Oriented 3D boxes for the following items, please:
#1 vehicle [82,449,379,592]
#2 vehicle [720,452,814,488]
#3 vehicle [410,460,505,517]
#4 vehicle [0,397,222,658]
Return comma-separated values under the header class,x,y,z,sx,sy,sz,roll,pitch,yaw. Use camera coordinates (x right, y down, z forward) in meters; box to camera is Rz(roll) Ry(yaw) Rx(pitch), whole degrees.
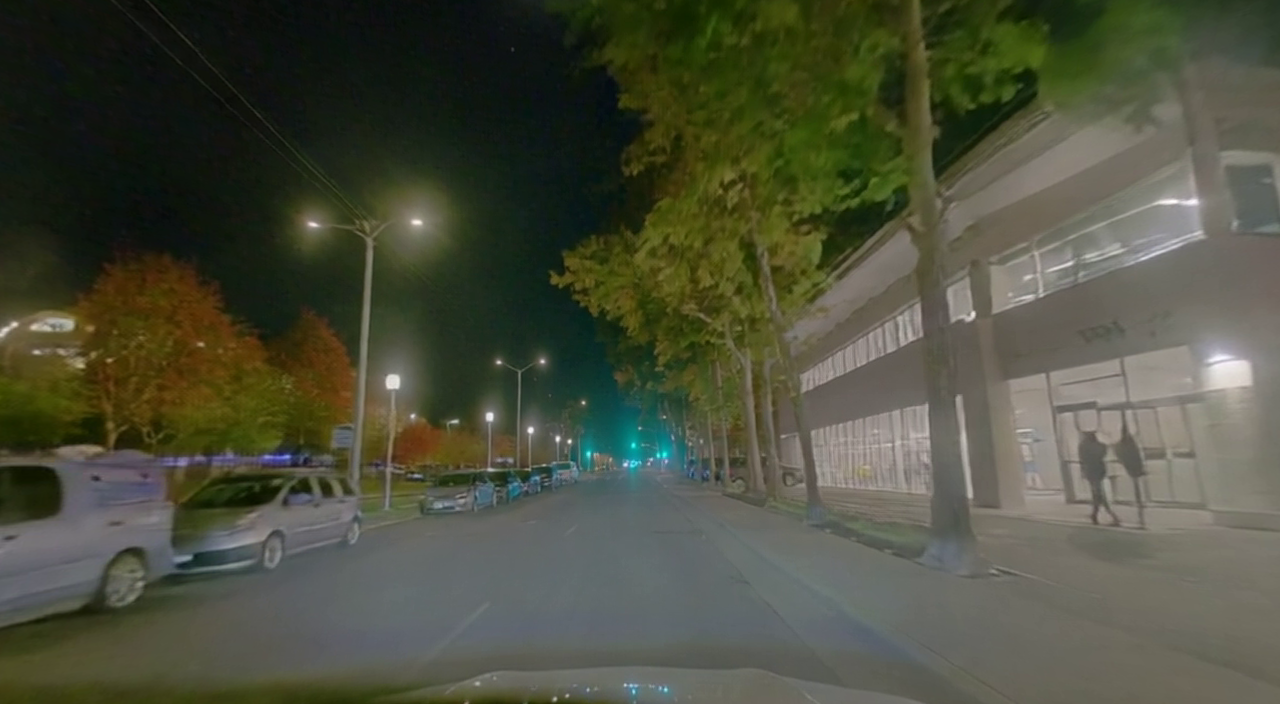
class,x,y,z,sx,sy,sz,roll,pitch,yaw
vehicle,-5.873,2.446,9.821,1.777,1.687,4.116,1,-11,0
vehicle,6.252,5.859,31.348,4.193,1.665,1.924,1,-11,-2
vehicle,-5.889,4.464,20.916,1.832,1.623,4.424,1,-11,0
vehicle,-5.997,1.385,5.026,1.990,2.011,4.765,1,-11,0
